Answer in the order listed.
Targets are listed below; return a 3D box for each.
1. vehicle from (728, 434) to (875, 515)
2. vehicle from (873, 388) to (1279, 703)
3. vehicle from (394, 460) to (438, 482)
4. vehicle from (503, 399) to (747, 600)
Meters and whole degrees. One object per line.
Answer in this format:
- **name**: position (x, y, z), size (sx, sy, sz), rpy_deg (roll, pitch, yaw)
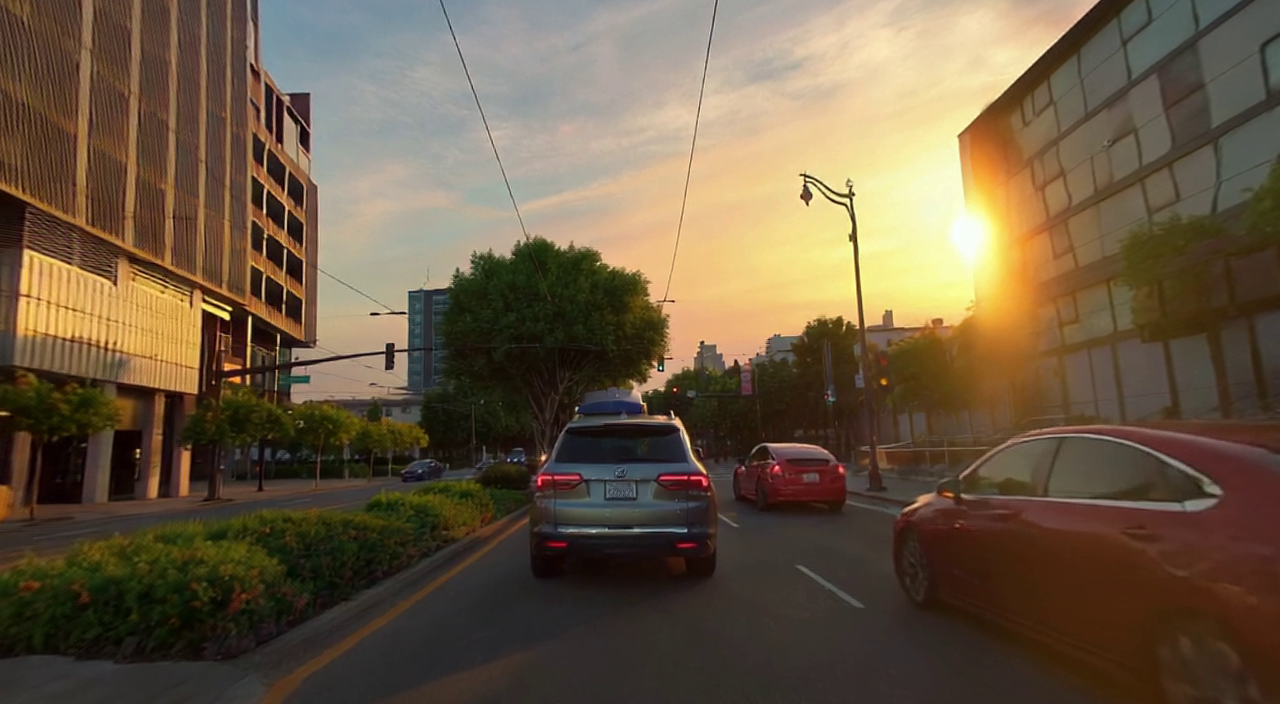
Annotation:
- **vehicle**: position (3.506, 2.751, 14.667), size (2.128, 1.582, 4.188), rpy_deg (0, -8, -2)
- **vehicle**: position (3.137, 1.064, 3.452), size (1.993, 1.480, 4.324), rpy_deg (0, -8, -1)
- **vehicle**: position (-16.212, 8.585, 45.896), size (1.798, 1.409, 4.239), rpy_deg (0, -8, -2)
- **vehicle**: position (-0.198, 1.629, 7.863), size (2.178, 1.779, 4.255), rpy_deg (0, -8, -2)
